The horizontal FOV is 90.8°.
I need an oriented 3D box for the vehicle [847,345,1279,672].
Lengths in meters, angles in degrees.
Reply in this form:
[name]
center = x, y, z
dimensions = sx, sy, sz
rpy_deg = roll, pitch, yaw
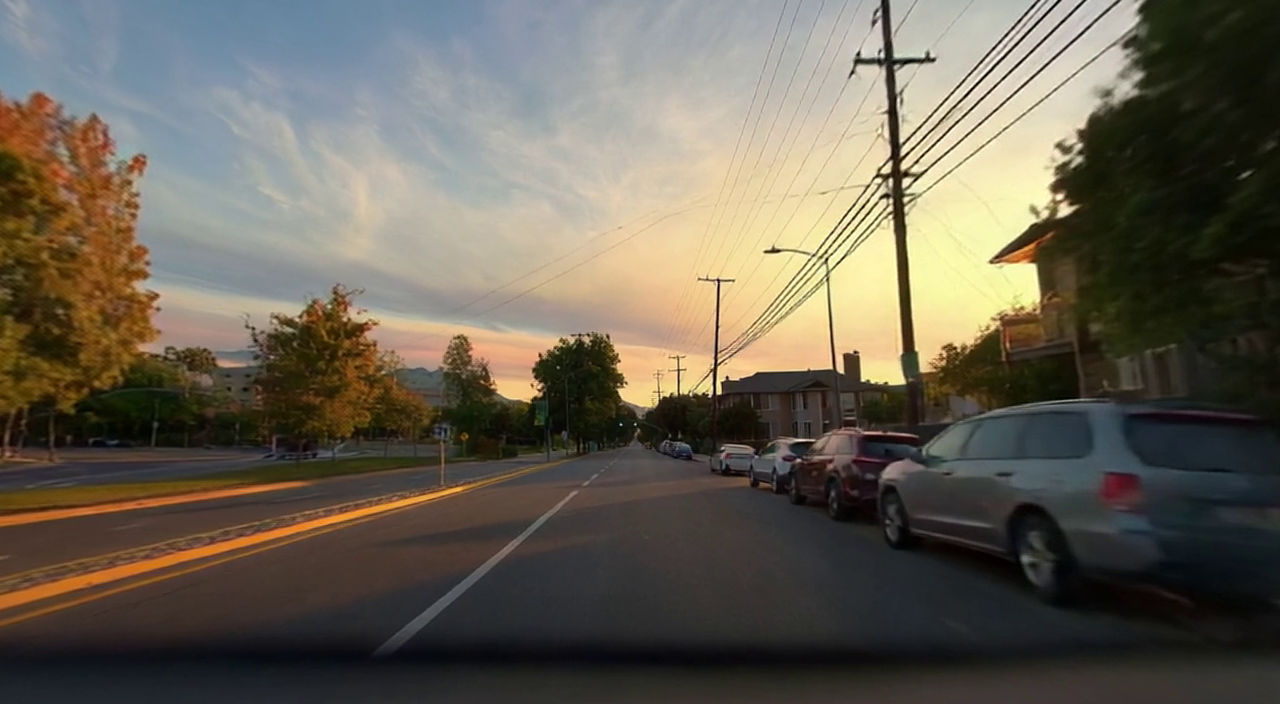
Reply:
[vehicle]
center = 4.016, 1.279, 6.319
dimensions = 2.056, 1.941, 4.955
rpy_deg = 0, -8, -2
